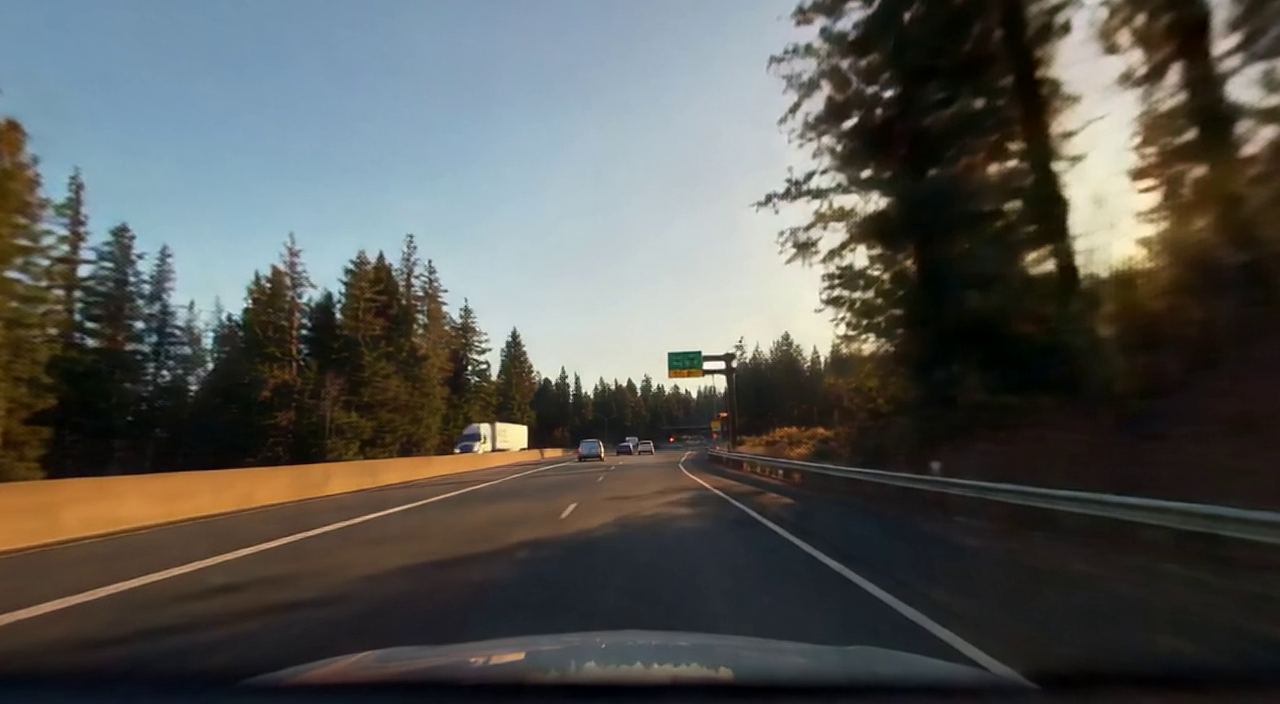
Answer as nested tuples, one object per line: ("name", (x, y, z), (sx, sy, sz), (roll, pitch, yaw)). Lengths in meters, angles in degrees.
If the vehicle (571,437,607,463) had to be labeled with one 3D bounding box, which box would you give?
("vehicle", (-3.563, 6.968, 44.830), (2.129, 1.742, 4.217), (0, -8, 1))
